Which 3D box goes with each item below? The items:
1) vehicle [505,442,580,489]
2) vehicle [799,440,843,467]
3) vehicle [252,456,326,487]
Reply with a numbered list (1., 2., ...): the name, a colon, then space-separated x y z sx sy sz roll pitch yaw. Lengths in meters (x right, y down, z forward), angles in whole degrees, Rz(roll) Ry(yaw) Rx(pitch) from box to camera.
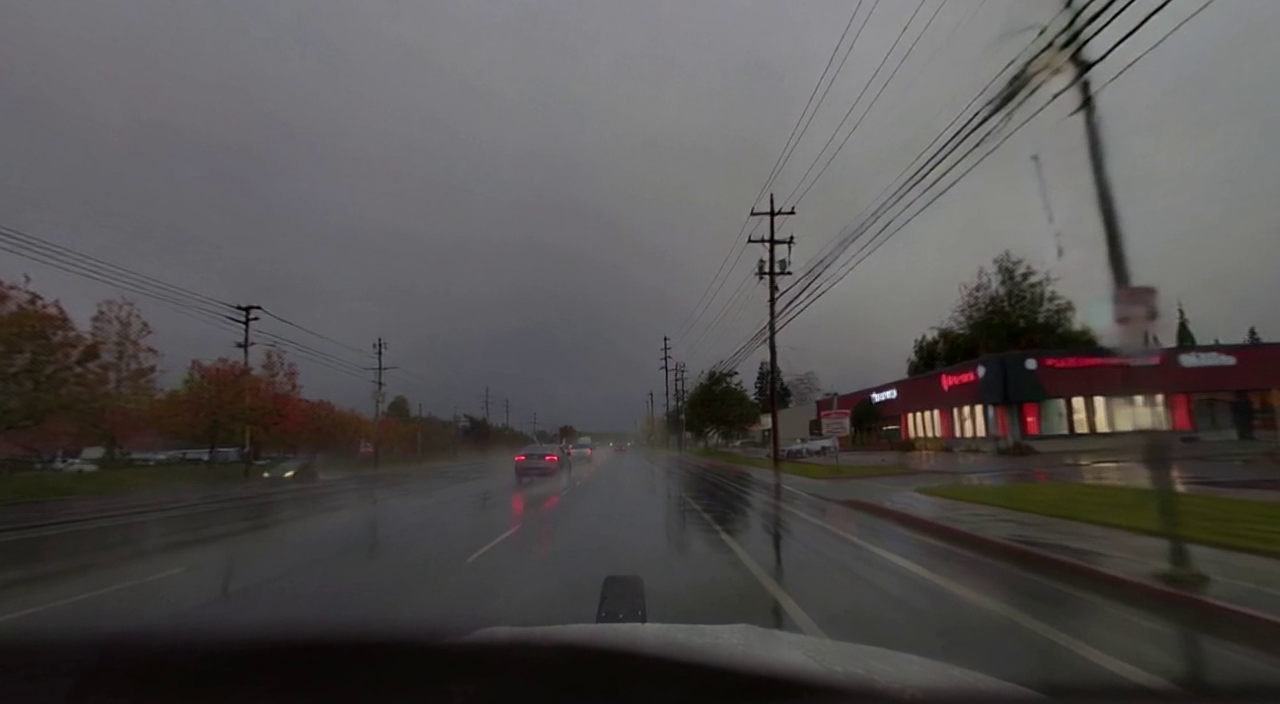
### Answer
1. vehicle: -3.301 3.926 22.221 1.942 1.469 4.426 0 -8 0
2. vehicle: 12.198 6.842 42.682 1.894 1.671 4.290 -1 -8 4
3. vehicle: -20.167 6.855 36.396 1.925 1.554 4.271 1 -9 -3
